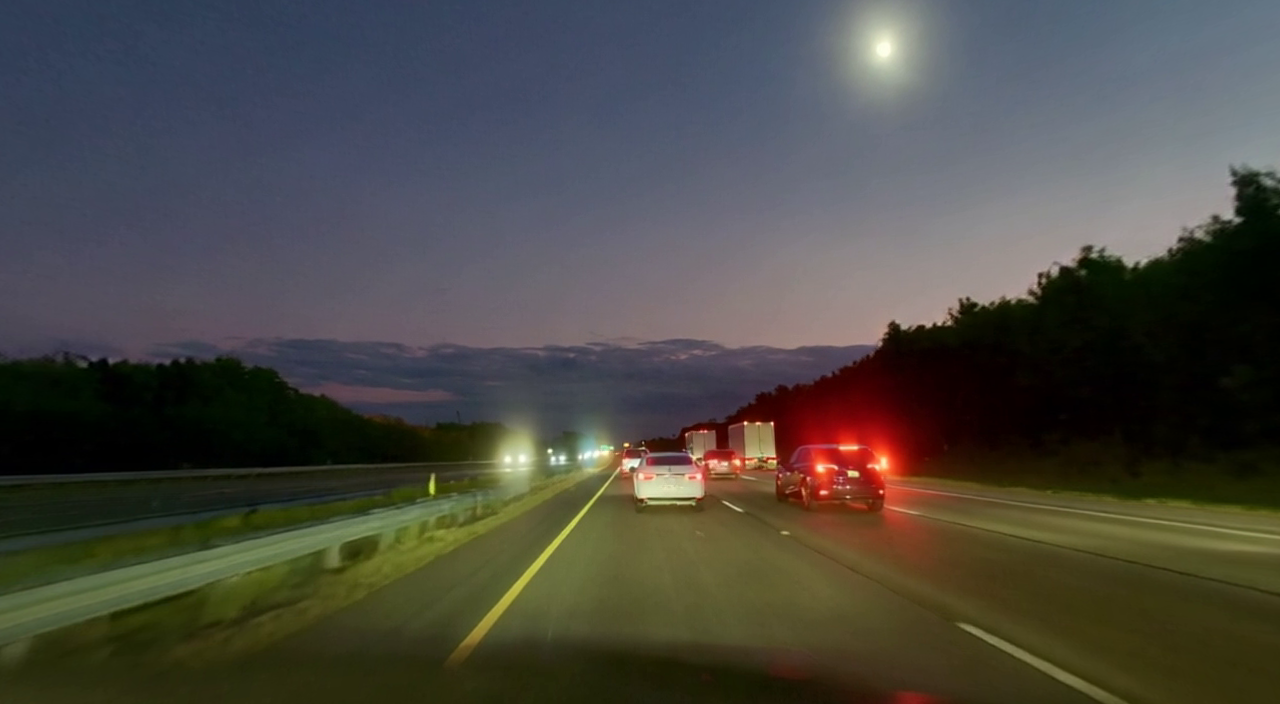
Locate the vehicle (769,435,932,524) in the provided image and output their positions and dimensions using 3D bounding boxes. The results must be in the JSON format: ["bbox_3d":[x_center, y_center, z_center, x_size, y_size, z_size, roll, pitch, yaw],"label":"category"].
[{"bbox_3d":[4.478,2.782,14.327,1.998,1.657,4.604,0,-9,-1],"label":"vehicle"}]

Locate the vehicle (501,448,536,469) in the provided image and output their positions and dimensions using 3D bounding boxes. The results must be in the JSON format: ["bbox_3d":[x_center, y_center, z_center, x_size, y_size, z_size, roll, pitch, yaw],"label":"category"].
[{"bbox_3d":[-9.244,8.121,48.198,1.941,1.483,4.061,0,-9,0],"label":"vehicle"}]

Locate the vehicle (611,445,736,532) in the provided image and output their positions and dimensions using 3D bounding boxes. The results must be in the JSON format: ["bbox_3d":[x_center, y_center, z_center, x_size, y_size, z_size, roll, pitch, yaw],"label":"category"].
[{"bbox_3d":[0.530,2.596,12.499,2.094,1.426,3.725,0,-9,-1],"label":"vehicle"}]

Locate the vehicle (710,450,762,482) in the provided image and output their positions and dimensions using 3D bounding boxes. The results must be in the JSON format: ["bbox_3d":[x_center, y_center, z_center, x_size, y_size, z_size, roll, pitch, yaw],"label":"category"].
[{"bbox_3d":[4.868,5.825,32.517,1.908,1.500,4.157,0,-9,-2],"label":"vehicle"}]
